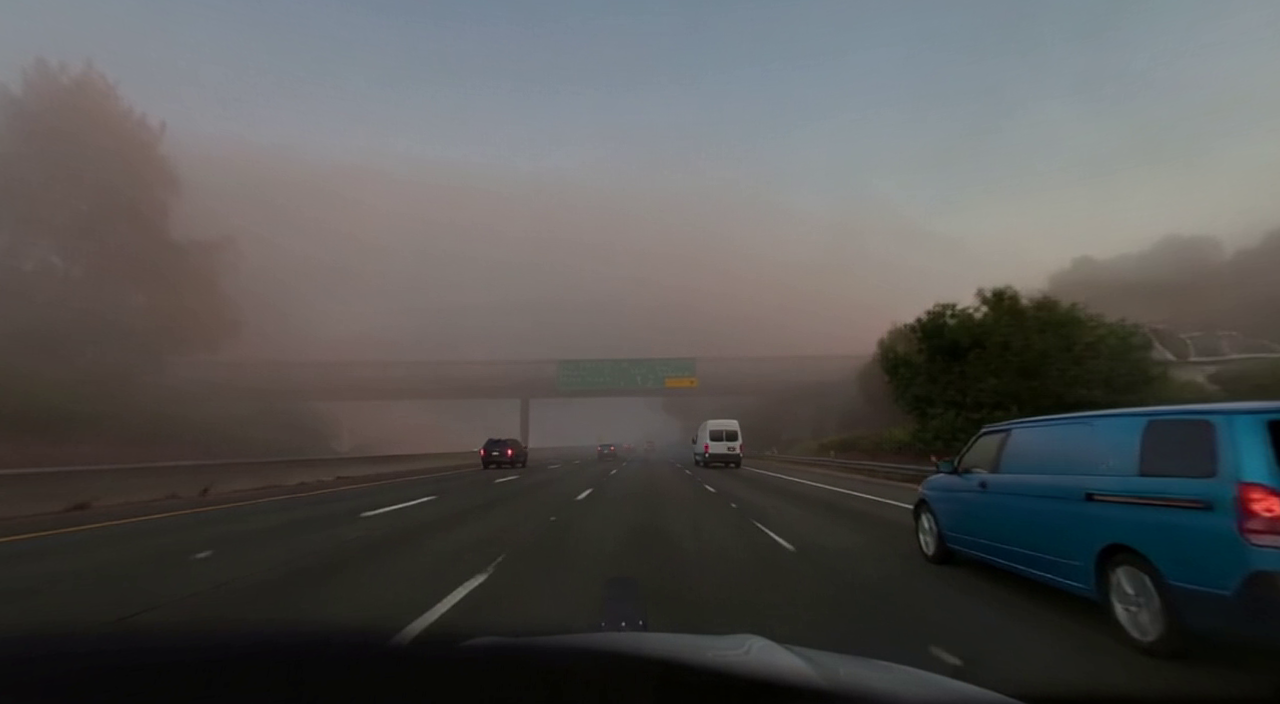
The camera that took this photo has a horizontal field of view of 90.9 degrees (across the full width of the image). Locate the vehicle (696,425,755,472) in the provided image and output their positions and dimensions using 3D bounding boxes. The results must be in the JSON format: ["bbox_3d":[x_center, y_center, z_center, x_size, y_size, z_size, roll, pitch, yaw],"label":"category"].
[{"bbox_3d":[4.378,5.092,33.320,2.347,2.234,5.352,0,-8,0],"label":"vehicle"}]

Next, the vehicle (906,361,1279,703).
[{"bbox_3d":[4.026,1.159,4.730,2.100,1.690,4.536,0,-8,1],"label":"vehicle"}]

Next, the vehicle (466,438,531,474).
[{"bbox_3d":[-7.060,5.239,31.989,2.068,1.632,4.623,-1,-8,2],"label":"vehicle"}]
